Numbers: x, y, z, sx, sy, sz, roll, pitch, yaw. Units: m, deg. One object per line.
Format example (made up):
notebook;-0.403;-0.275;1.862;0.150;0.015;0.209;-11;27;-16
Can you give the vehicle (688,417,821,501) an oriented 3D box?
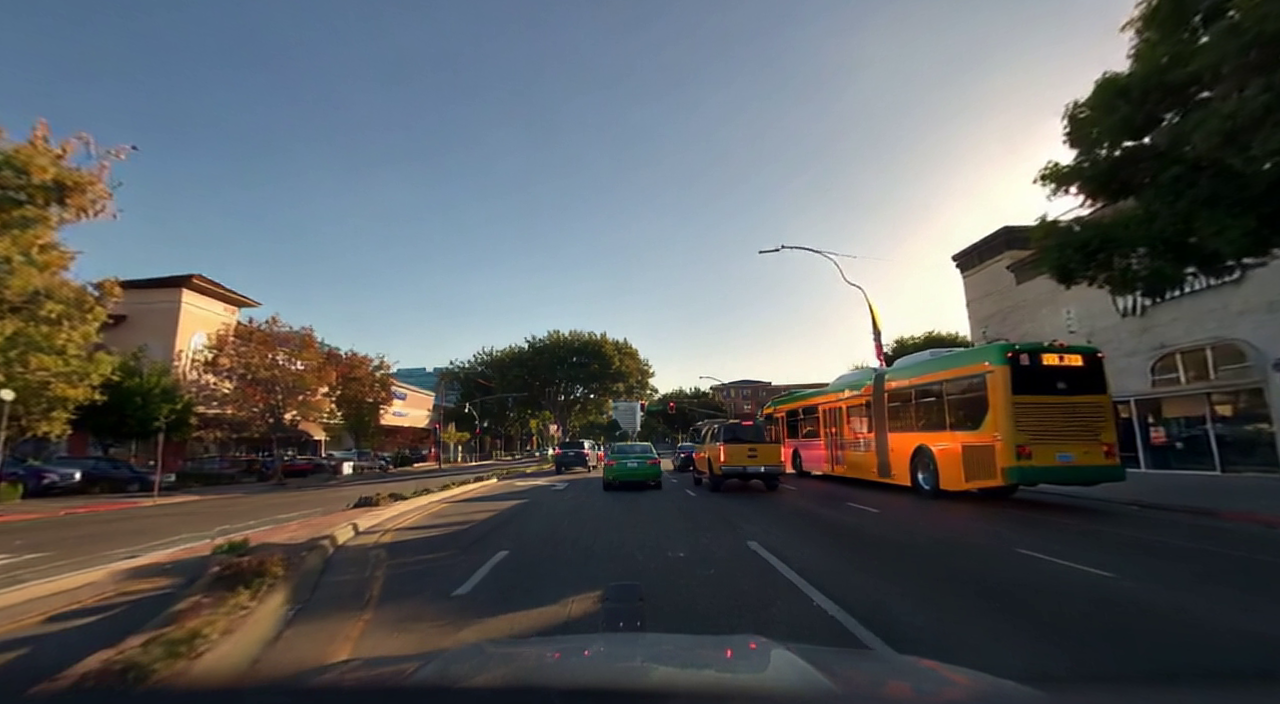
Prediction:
vehicle;2.918;2.961;17.927;2.490;1.951;5.931;0;-9;-2

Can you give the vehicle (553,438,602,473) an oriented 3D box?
vehicle;-3.187;5.402;33.221;2.180;1.708;4.397;0;-9;-1

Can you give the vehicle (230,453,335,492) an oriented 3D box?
vehicle;-14.812;4.990;26.482;1.960;1.396;4.185;0;-9;0

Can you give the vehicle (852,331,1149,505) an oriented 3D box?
vehicle;10.235;2.293;20.189;3.181;4.110;10.468;0;-8;0

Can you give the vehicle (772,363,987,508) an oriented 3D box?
vehicle;6.407;2.521;18.987;2.879;3.318;8.881;0;-8;-1

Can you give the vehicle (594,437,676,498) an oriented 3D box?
vehicle;-0.185;3.198;17.850;2.071;1.525;3.723;0;-9;-2
